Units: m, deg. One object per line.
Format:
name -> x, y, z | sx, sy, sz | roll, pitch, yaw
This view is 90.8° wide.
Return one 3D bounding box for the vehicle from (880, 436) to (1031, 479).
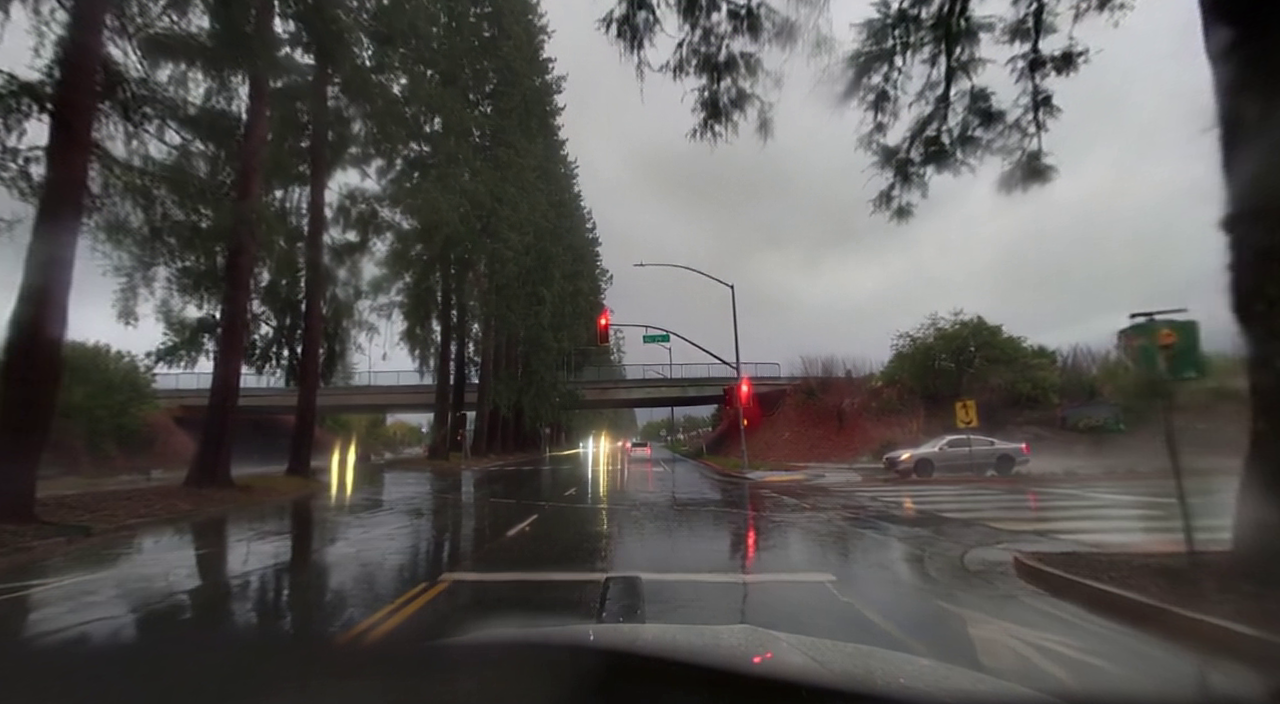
vehicle -> 11.649, 3.899, 23.494 | 4.691, 1.466, 1.800 | 1, -9, -6
